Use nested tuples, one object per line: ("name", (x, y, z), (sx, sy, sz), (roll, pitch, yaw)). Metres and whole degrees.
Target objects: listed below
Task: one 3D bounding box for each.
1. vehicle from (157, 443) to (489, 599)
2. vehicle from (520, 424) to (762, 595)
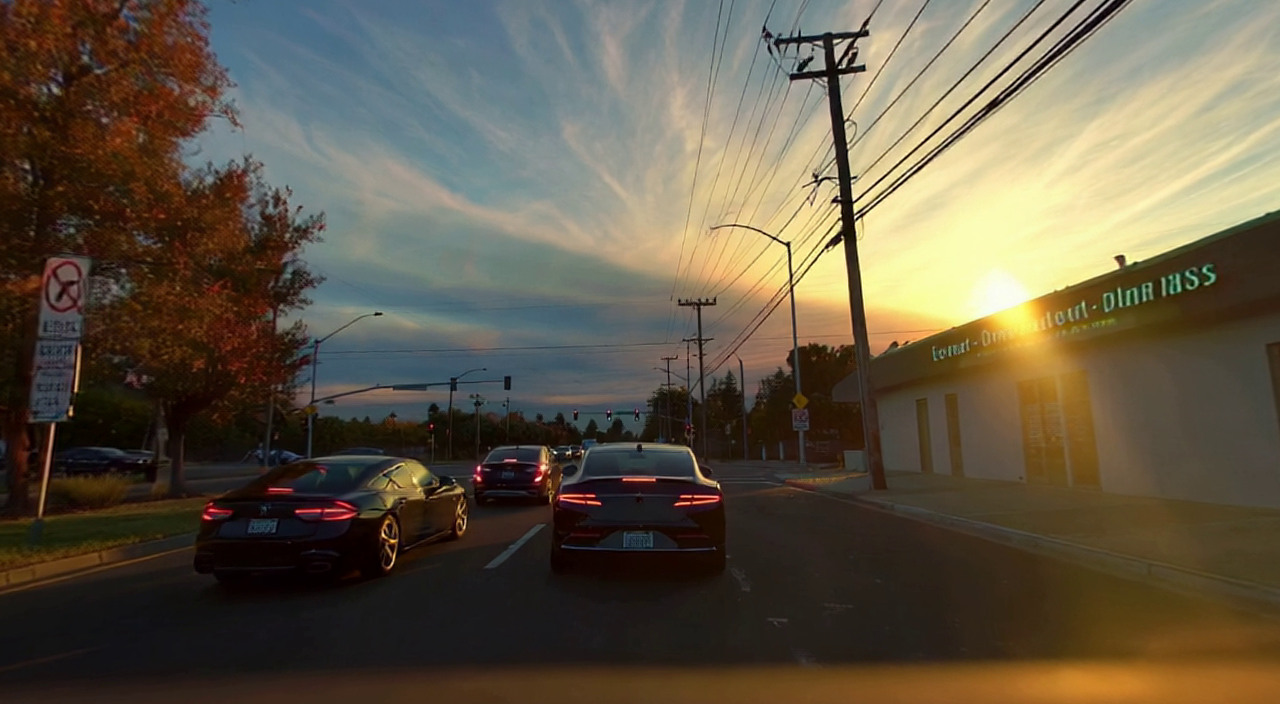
("vehicle", (-3.227, 1.762, 7.485), (1.765, 1.319, 4.013), (0, -9, 2))
("vehicle", (-0.005, 1.678, 7.550), (2.101, 1.469, 3.955), (0, -9, 0))
